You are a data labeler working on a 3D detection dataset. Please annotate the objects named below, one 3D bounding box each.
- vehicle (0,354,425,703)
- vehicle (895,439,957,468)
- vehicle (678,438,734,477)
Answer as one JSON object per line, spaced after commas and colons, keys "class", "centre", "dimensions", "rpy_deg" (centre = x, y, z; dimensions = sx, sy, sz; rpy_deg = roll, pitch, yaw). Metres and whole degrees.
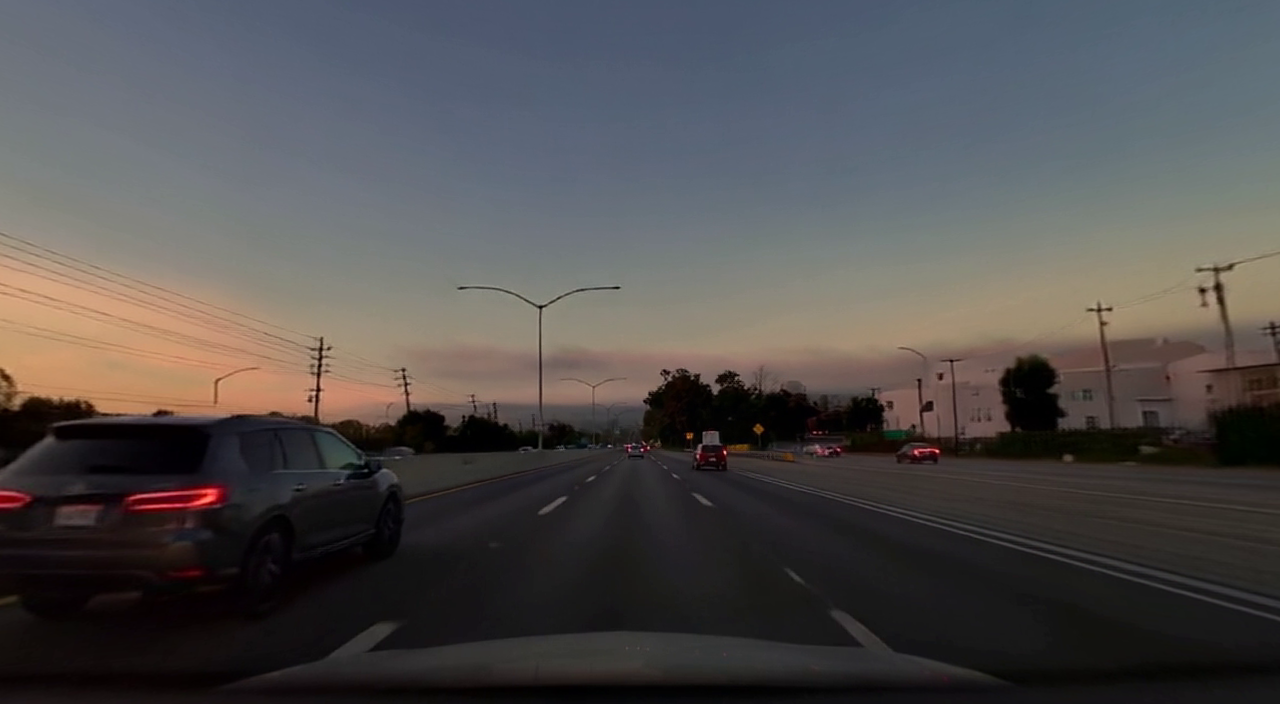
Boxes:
{"class": "vehicle", "centre": [-3.563, 1.187, 5.011], "dimensions": [2.099, 1.682, 4.590], "rpy_deg": [0, -9, 0]}
{"class": "vehicle", "centre": [18.606, 6.642, 41.370], "dimensions": [2.070, 1.782, 5.006], "rpy_deg": [-1, -9, 4]}
{"class": "vehicle", "centre": [2.892, 4.735, 28.573], "dimensions": [1.997, 1.638, 4.281], "rpy_deg": [0, -9, -1]}
